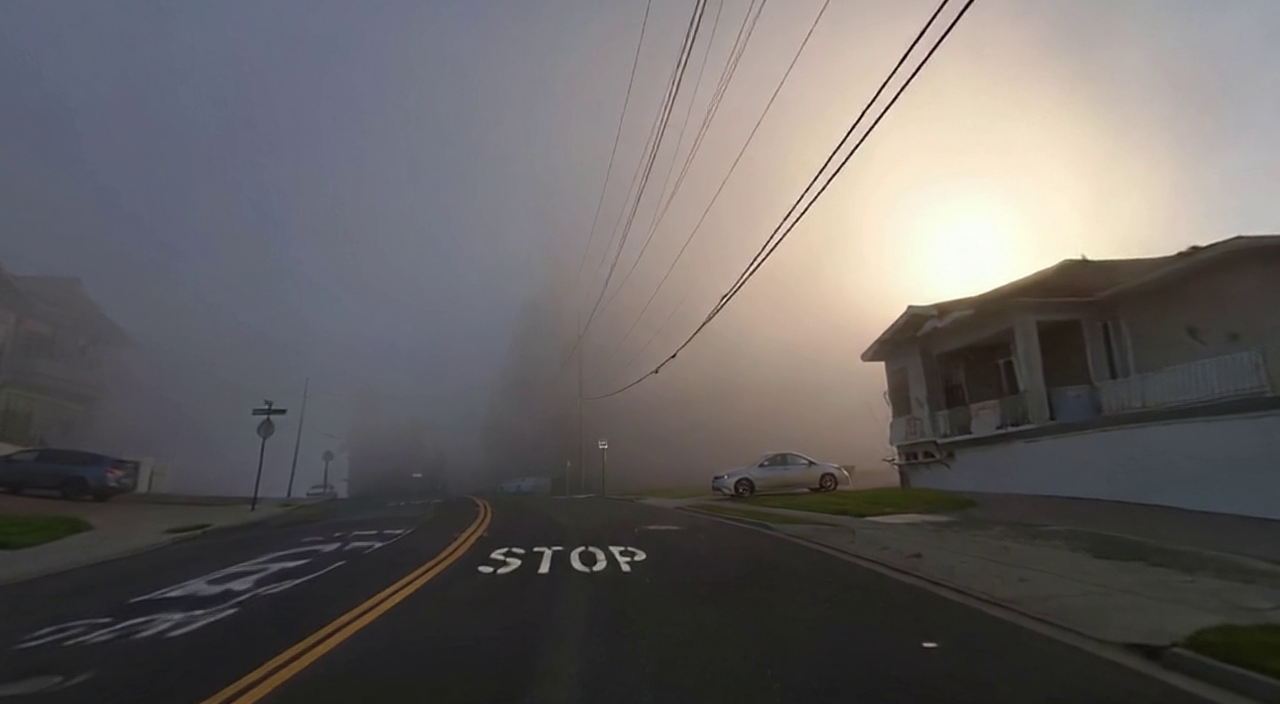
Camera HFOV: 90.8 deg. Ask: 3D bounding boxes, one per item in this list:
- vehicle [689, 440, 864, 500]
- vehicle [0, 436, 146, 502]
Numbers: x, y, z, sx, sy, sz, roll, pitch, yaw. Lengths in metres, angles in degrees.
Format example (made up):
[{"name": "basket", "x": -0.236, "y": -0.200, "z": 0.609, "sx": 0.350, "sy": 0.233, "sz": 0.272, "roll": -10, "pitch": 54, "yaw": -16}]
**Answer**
[{"name": "vehicle", "x": 4.766, "y": 4.157, "z": 22.381, "sx": 5.578, "sy": 1.842, "sz": 2.300, "roll": 4, "pitch": -9, "yaw": -12}, {"name": "vehicle", "x": -21.195, "y": 4.233, "z": 22.697, "sx": 4.942, "sy": 1.912, "sz": 2.121, "roll": 6, "pitch": -22, "yaw": -27}]
